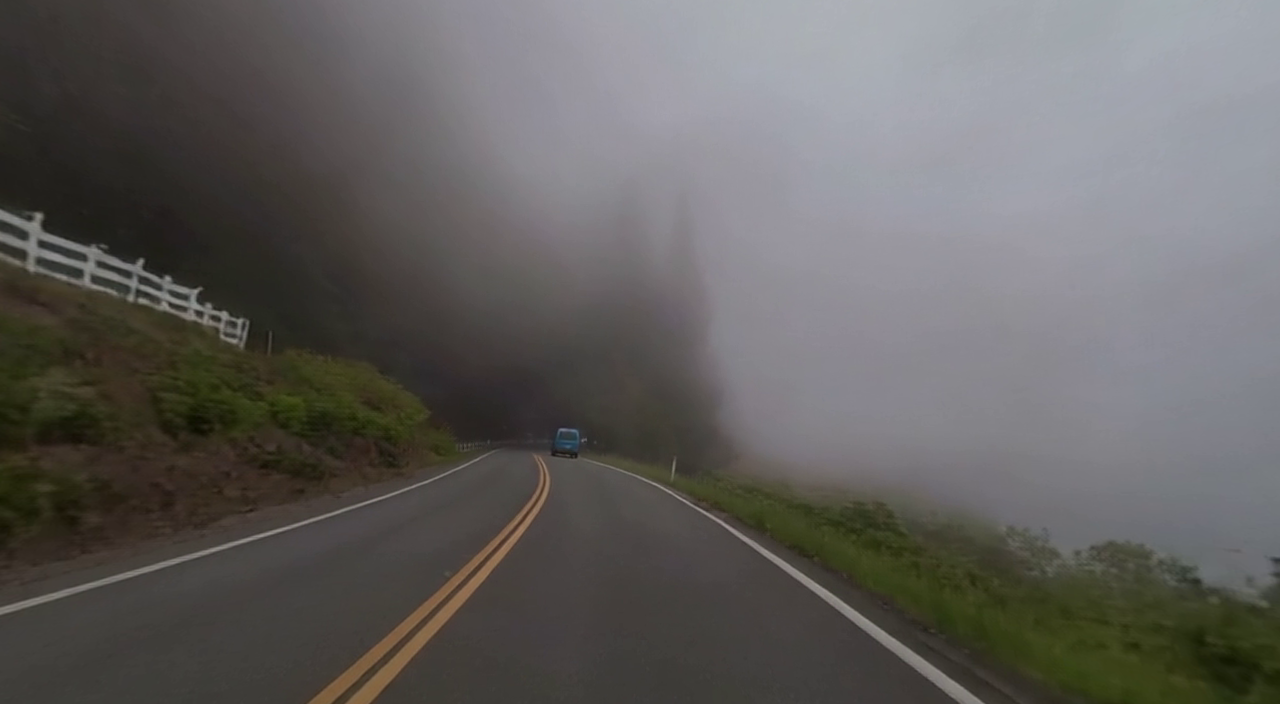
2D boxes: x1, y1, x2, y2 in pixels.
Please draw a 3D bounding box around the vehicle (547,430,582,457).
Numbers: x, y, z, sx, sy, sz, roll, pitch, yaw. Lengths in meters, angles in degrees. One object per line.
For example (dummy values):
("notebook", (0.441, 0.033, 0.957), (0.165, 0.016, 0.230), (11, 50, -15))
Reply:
("vehicle", (-5.864, 7.050, 48.500), (2.439, 1.912, 5.605), (1, -9, -9))
